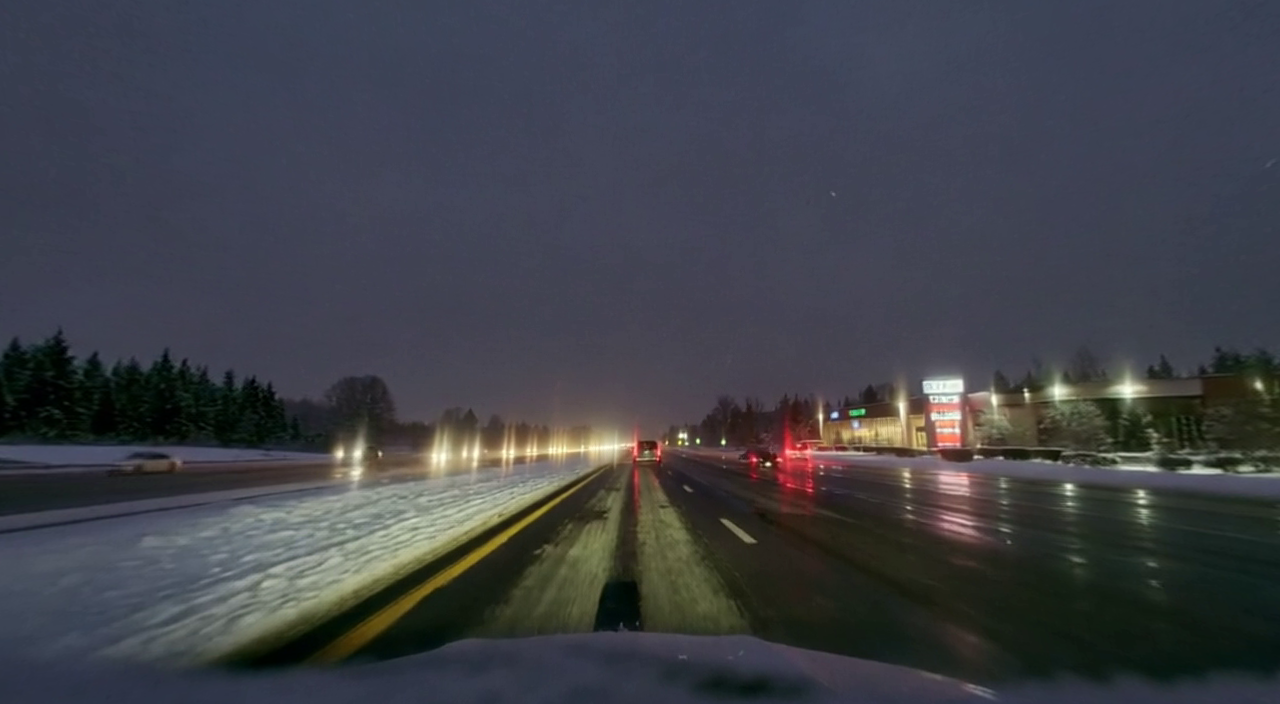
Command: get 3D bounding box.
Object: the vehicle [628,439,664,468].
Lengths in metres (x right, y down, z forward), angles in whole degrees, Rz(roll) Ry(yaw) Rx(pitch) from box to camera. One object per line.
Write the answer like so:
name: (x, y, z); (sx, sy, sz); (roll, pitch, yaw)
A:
vehicle: (0.299, 6.598, 41.307); (2.154, 1.786, 5.045); (0, -8, -2)

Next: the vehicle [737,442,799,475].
vehicle: (6.263, 5.273, 31.484); (1.976, 1.477, 4.448); (0, -9, -2)

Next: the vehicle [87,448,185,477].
vehicle: (-29.034, 6.344, 36.605); (1.850, 1.489, 4.772); (0, -9, -1)
